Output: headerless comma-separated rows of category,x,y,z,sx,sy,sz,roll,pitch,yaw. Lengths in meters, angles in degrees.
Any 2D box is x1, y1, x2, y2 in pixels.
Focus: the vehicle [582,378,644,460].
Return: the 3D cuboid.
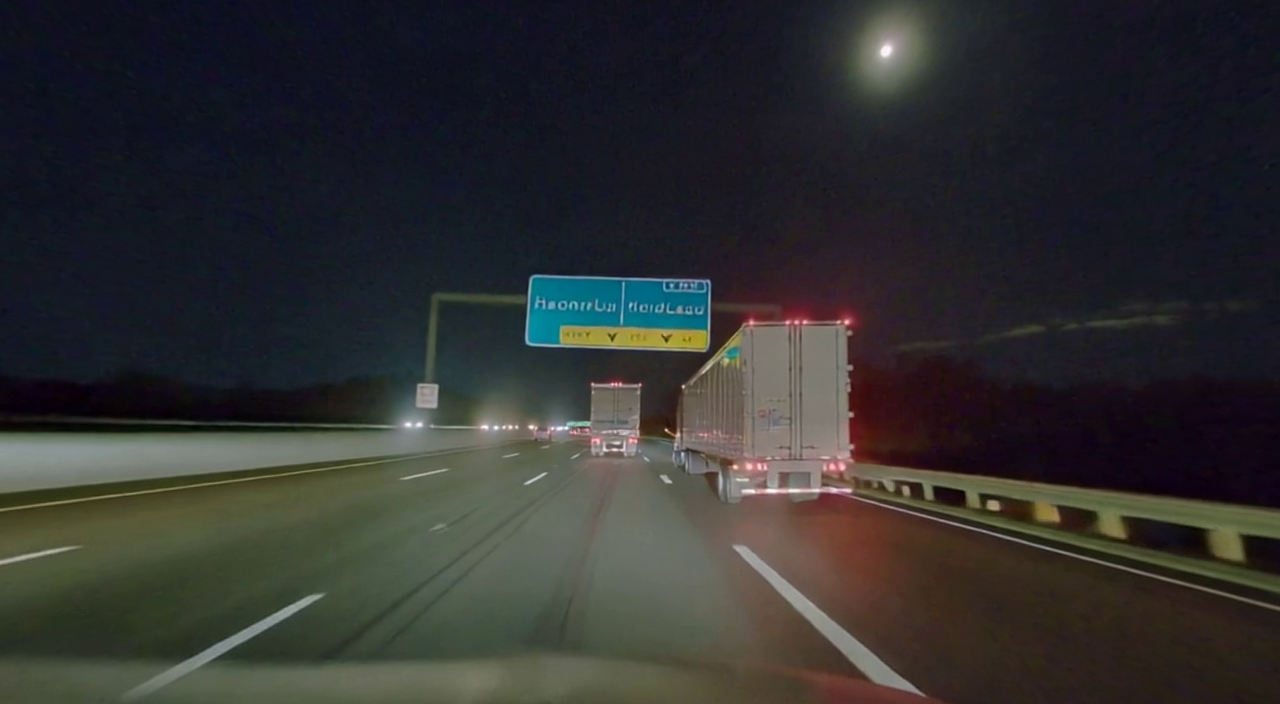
vehicle,-1.610,4.096,37.006,3.002,3.987,12.477,0,-8,-3
